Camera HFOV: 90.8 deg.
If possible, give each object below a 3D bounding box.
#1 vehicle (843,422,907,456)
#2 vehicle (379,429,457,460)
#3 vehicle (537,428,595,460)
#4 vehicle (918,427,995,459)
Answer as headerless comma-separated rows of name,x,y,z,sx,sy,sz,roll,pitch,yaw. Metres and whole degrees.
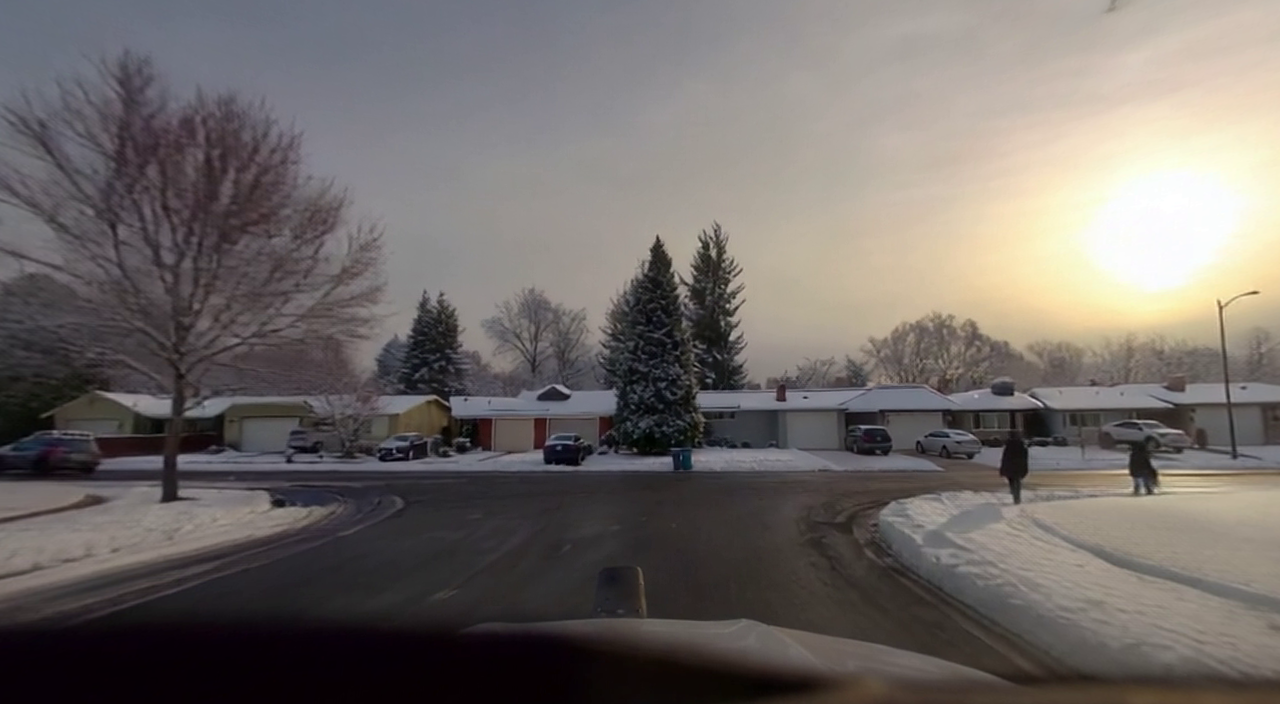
vehicle,12.784,4.814,34.665,1.937,1.731,4.179,0,-8,1
vehicle,-13.198,5.539,37.892,1.942,1.700,4.478,-3,-9,20
vehicle,-4.010,5.117,34.982,1.942,1.651,4.655,-2,-9,10
vehicle,16.661,4.826,33.523,1.873,1.556,4.216,0,-9,-1
